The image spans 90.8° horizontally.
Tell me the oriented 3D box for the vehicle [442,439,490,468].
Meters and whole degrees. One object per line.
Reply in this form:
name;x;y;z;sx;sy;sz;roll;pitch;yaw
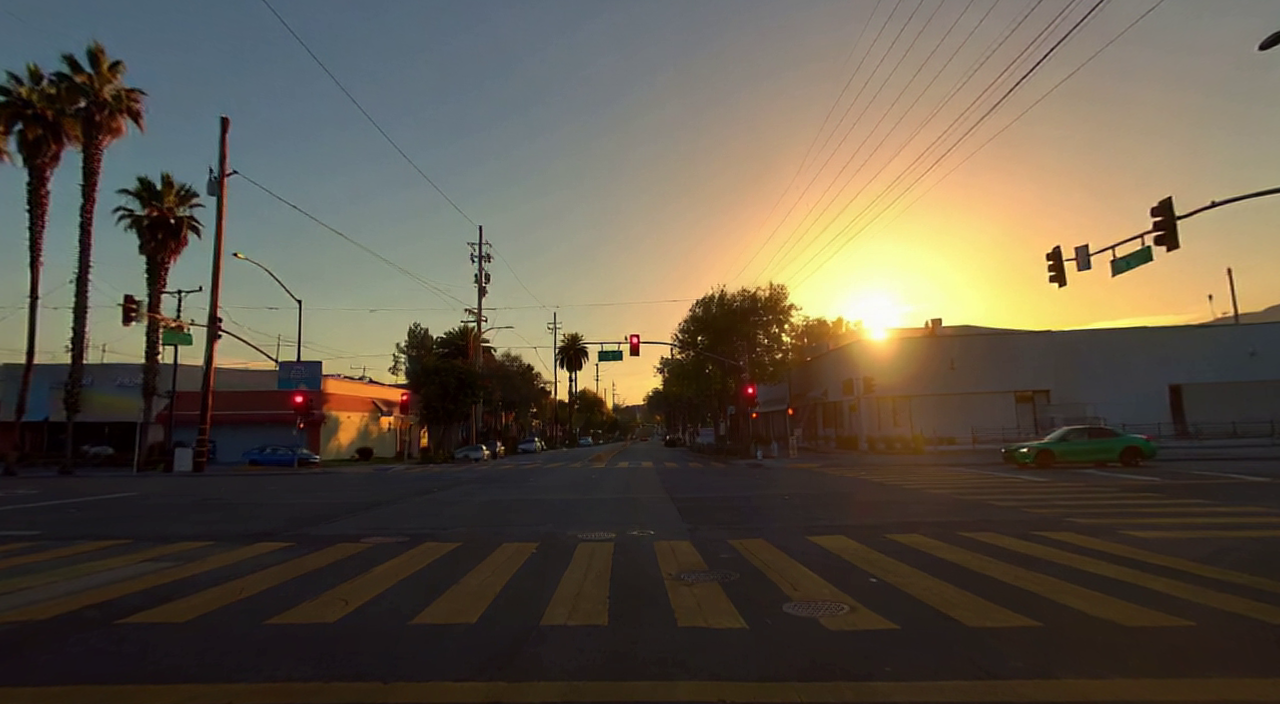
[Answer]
vehicle;-11.988;6.990;43.798;2.016;1.717;4.287;0;-6;1

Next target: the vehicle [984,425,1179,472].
vehicle;14.578;3.221;21.157;4.918;1.479;1.897;-1;-9;7

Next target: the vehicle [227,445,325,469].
vehicle;-22.325;6.437;38.833;4.849;1.444;1.881;0;-8;1

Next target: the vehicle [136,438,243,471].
vehicle;-25.926;5.925;36.458;4.613;1.820;2.021;-1;-9;3
